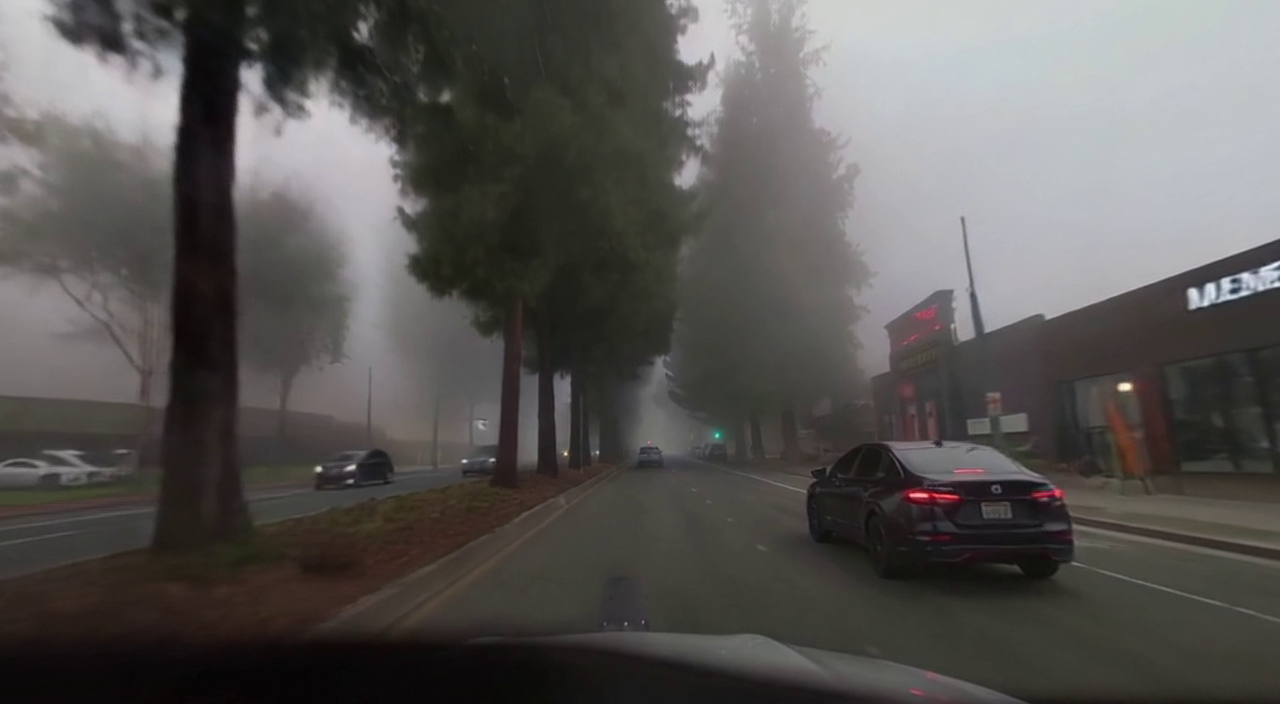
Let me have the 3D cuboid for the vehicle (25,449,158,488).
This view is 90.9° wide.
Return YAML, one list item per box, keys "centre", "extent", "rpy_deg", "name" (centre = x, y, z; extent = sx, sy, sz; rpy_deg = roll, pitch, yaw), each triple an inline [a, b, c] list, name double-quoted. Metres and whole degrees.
- centre: [-26.549, 5.636, 30.817]
  extent: [1.913, 1.678, 5.017]
  rpy_deg: [0, -8, 1]
  name: "vehicle"

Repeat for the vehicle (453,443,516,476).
- centre: [-8.139, 5.652, 33.441]
  extent: [2.013, 1.637, 4.479]
  rpy_deg: [-1, -8, 2]
  name: "vehicle"

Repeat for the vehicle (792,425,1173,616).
- centre: [3.217, 1.639, 7.089]
  extent: [1.989, 1.498, 4.050]
  rpy_deg: [0, -8, 0]
  name: "vehicle"

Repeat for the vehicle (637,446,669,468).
- centre: [0.800, 6.610, 39.901]
  extent: [1.945, 1.343, 3.827]
  rpy_deg: [0, -8, 0]
  name: "vehicle"

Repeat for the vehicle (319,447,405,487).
- centre: [-11.912, 4.947, 27.356]
  extent: [1.869, 1.529, 4.355]
  rpy_deg: [-1, -9, -2]
  name: "vehicle"
